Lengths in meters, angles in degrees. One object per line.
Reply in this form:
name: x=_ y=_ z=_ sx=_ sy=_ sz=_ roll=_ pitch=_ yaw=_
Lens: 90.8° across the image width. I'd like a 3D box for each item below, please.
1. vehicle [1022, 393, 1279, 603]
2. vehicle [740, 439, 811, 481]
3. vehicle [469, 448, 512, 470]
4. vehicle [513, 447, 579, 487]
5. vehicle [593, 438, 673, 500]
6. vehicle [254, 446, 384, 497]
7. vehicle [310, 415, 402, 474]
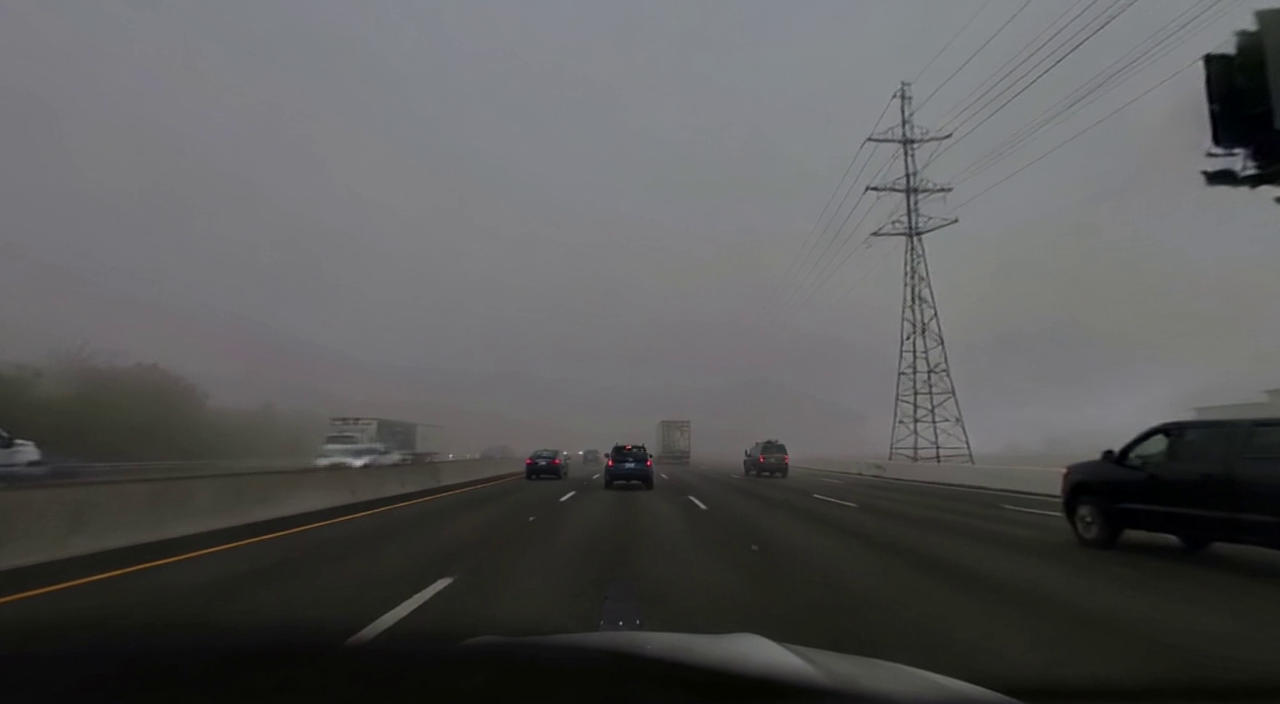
vehicle: x=6.755 y=1.464 z=6.669 sx=2.086 sy=1.862 sz=5.232 roll=0 pitch=-9 yaw=-1
vehicle: x=6.822 y=5.517 z=32.563 sx=2.302 sy=1.973 sz=5.502 roll=0 pitch=-9 yaw=-1
vehicle: x=-10.965 y=7.870 z=46.791 sx=1.857 sy=1.524 sz=5.060 roll=0 pitch=-9 yaw=1
vehicle: x=-3.808 y=4.748 z=26.509 sx=2.025 sy=1.498 sz=4.675 roll=0 pitch=-9 yaw=1
vehicle: x=-0.212 y=3.533 z=19.450 sx=2.191 sy=1.685 sz=4.015 roll=0 pitch=-9 yaw=-1
vehicle: x=-10.553 y=3.933 z=21.214 sx=2.008 sy=1.500 sz=4.376 roll=0 pitch=-9 yaw=0
vehicle: x=-20.626 y=6.848 z=46.551 sx=3.012 sy=3.940 sz=8.053 roll=0 pitch=-9 yaw=-1
